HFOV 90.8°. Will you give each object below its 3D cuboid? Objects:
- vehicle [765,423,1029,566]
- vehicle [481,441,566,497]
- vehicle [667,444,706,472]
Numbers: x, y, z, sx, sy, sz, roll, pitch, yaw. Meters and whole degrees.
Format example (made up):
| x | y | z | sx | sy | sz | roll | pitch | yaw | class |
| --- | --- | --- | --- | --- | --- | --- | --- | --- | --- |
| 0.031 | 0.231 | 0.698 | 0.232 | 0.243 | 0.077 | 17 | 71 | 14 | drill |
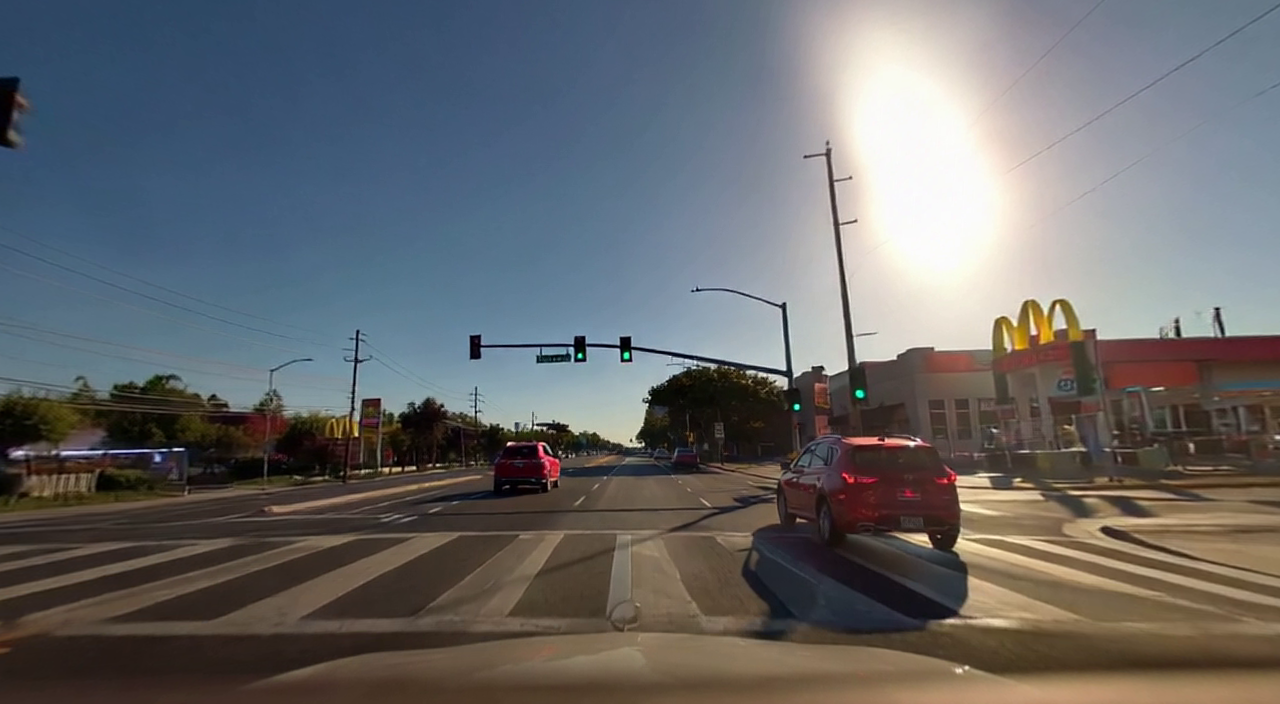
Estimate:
| x | y | z | sx | sy | sz | roll | pitch | yaw | class |
| --- | --- | --- | --- | --- | --- | --- | --- | --- | --- |
| 3.461 | 2.004 | 9.690 | 2.085 | 1.655 | 4.459 | 0 | -9 | -1 | vehicle |
| -3.610 | 3.702 | 20.399 | 1.935 | 1.617 | 4.045 | 0 | -9 | 1 | vehicle |
| 2.960 | 6.897 | 41.298 | 2.066 | 1.699 | 4.419 | 0 | -9 | -2 | vehicle |
